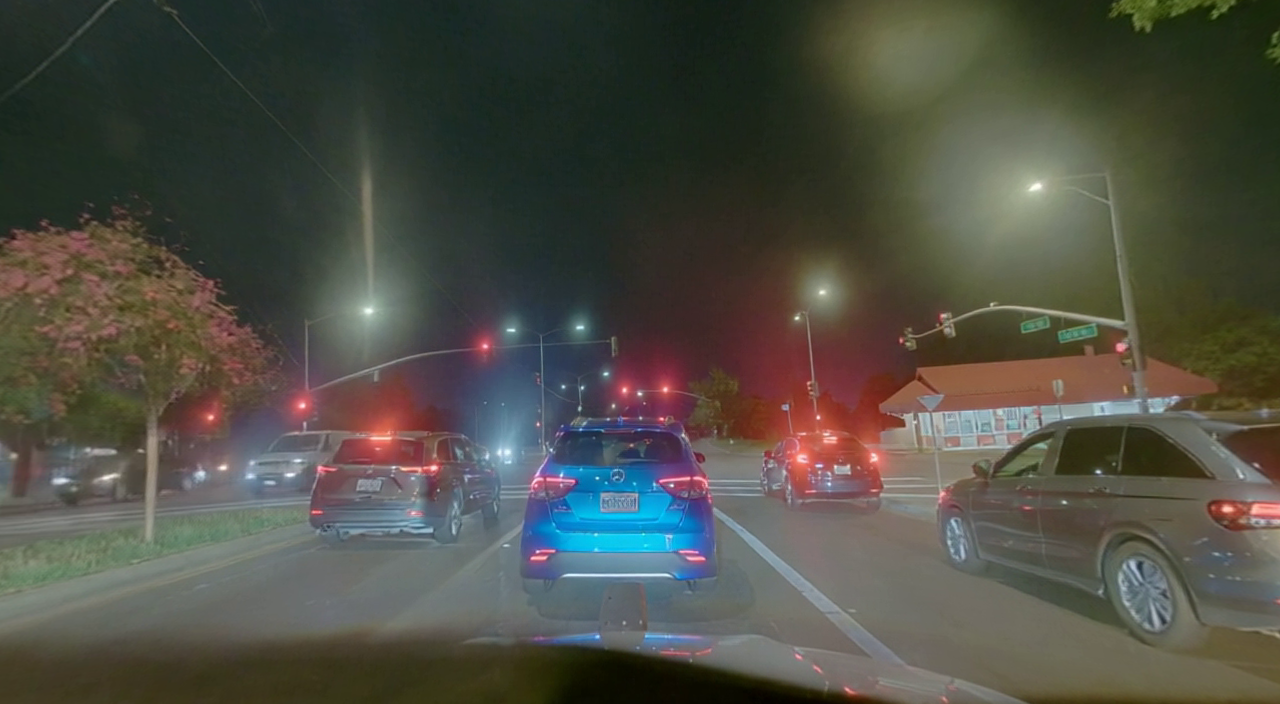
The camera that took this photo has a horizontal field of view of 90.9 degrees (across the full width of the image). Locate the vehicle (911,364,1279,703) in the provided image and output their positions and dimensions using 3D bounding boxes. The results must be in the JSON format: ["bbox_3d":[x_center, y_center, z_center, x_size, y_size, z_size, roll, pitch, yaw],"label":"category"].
[{"bbox_3d":[4.141,1.248,5.232,2.014,1.740,4.515,0,-8,4],"label":"vehicle"}]

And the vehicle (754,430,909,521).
[{"bbox_3d":[3.656,2.422,12.871,1.847,1.554,3.885,0,-8,-1],"label":"vehicle"}]

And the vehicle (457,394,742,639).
[{"bbox_3d":[-0.165,1.462,6.587,2.022,1.700,4.084,-1,-8,4],"label":"vehicle"}]

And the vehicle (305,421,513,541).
[{"bbox_3d":[-3.770,2.178,11.299,2.012,1.701,4.316,0,-8,1],"label":"vehicle"}]

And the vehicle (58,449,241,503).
[{"bbox_3d":[-15.820,3.976,20.789,2.057,1.540,4.884,0,-8,1],"label":"vehicle"}]
